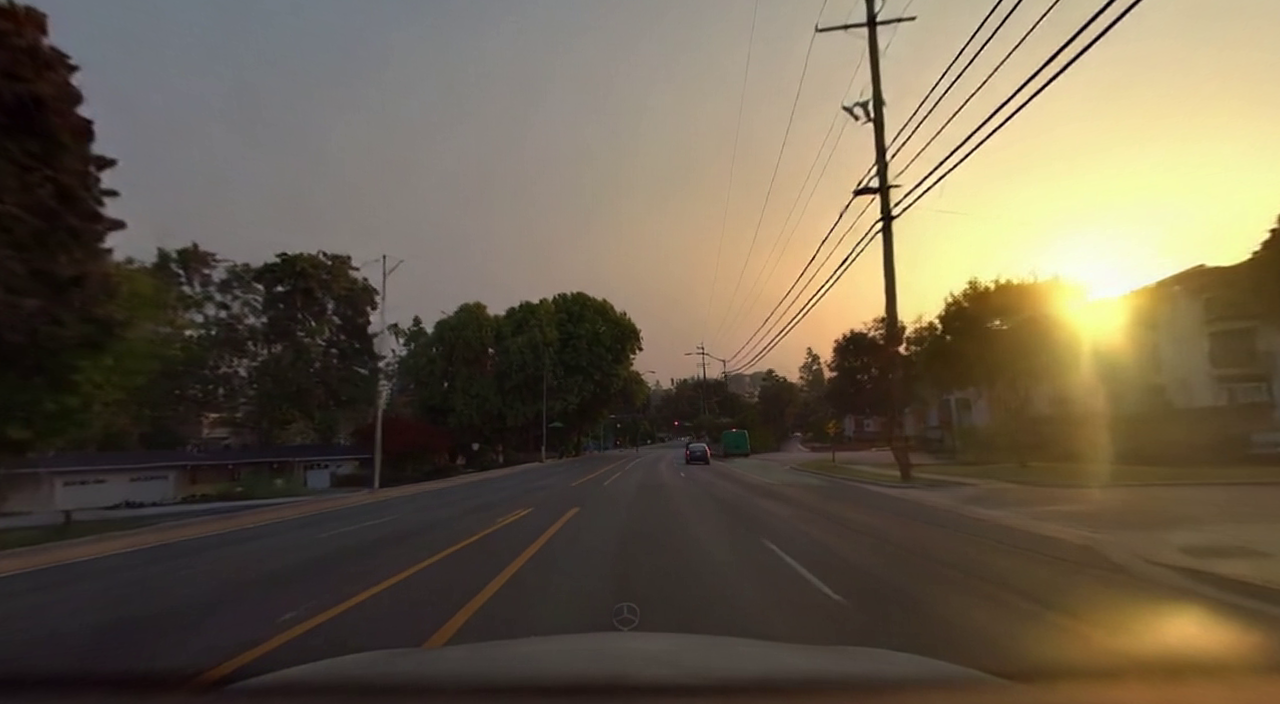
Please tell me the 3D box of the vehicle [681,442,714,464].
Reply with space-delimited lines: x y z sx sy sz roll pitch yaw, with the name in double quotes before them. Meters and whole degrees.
"vehicle" 4.070 7.229 45.318 2.015 1.467 4.117 -1 -8 1
